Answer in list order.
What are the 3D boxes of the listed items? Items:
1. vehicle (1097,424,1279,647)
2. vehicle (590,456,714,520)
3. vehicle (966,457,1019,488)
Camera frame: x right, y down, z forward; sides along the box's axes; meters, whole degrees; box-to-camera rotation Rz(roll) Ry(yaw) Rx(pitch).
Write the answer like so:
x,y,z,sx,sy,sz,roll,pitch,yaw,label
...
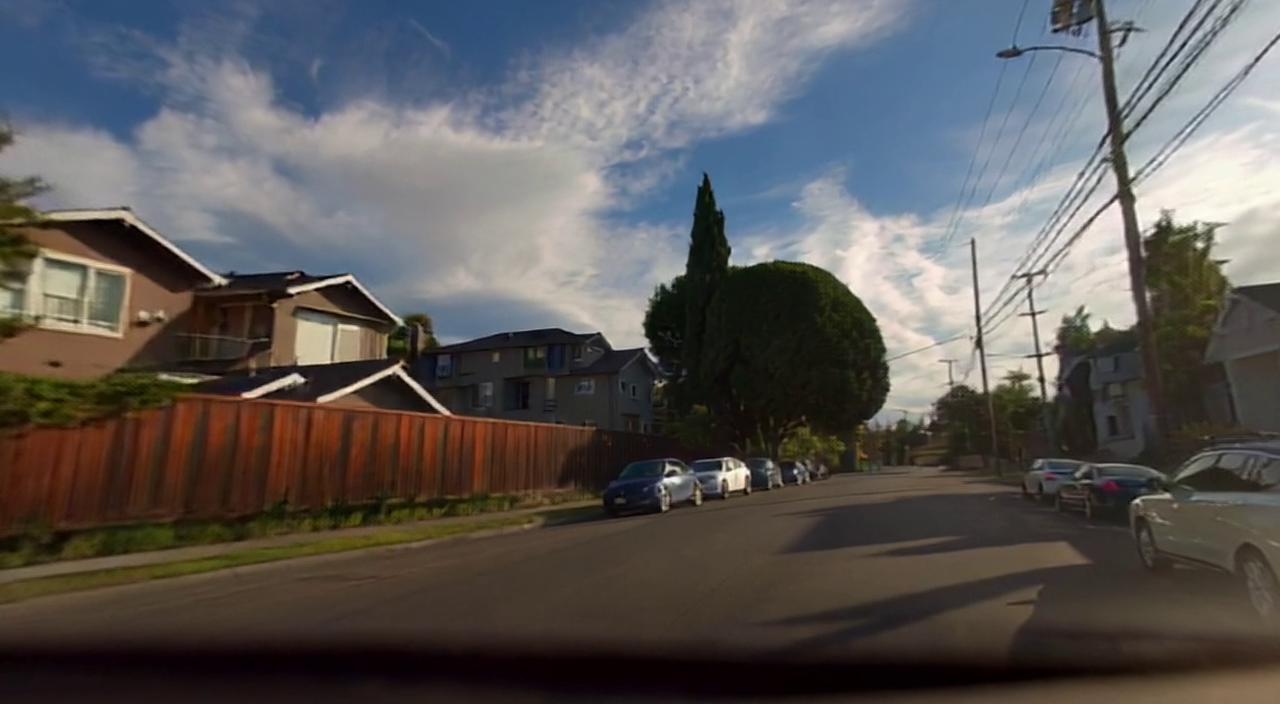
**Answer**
x,y,z,sx,sy,sz,roll,pitch,yaw,label
6.769,1.618,6.330,2.439,1.670,4.631,-4,-9,23,vehicle
0.501,3.728,17.905,1.930,1.478,4.731,-4,-9,22,vehicle
19.037,6.475,34.271,1.979,1.480,4.500,-4,-9,23,vehicle
